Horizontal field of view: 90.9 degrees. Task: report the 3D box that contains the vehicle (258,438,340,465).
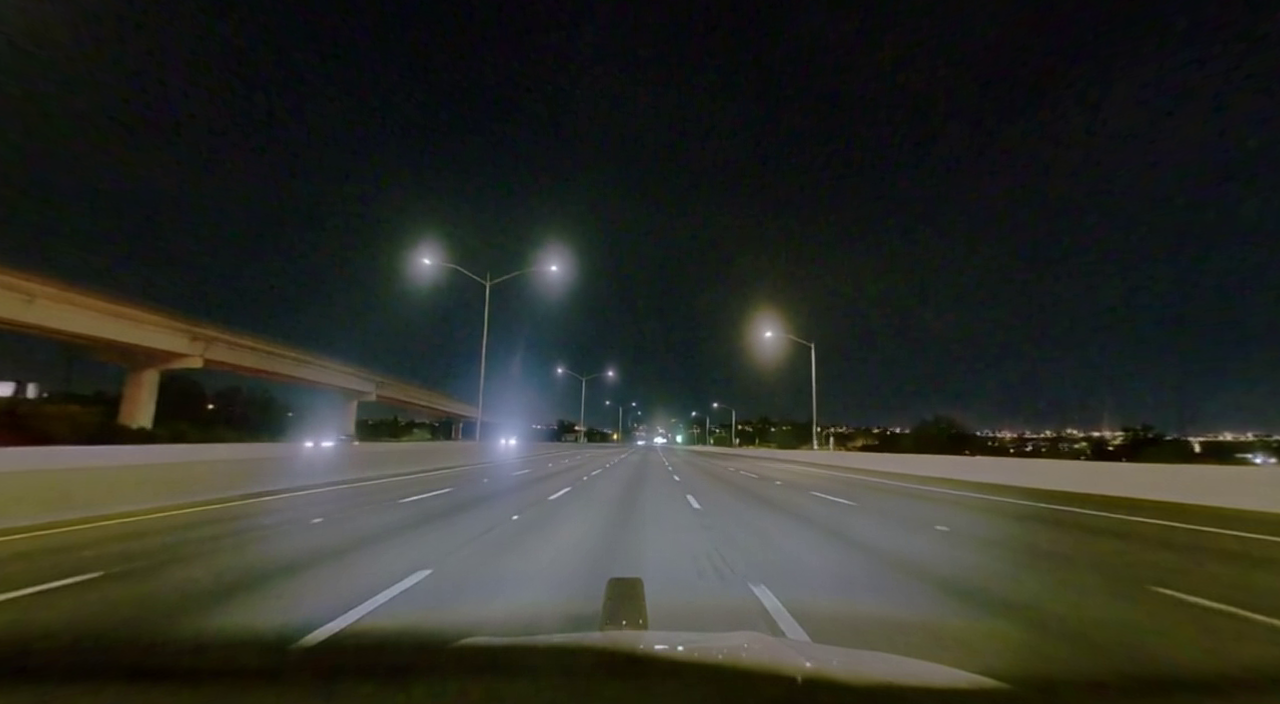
[{"bbox_3d":[-19.892,5.832,37.074,2.045,1.465,4.739,-1,-8,2],"label":"vehicle"}]
